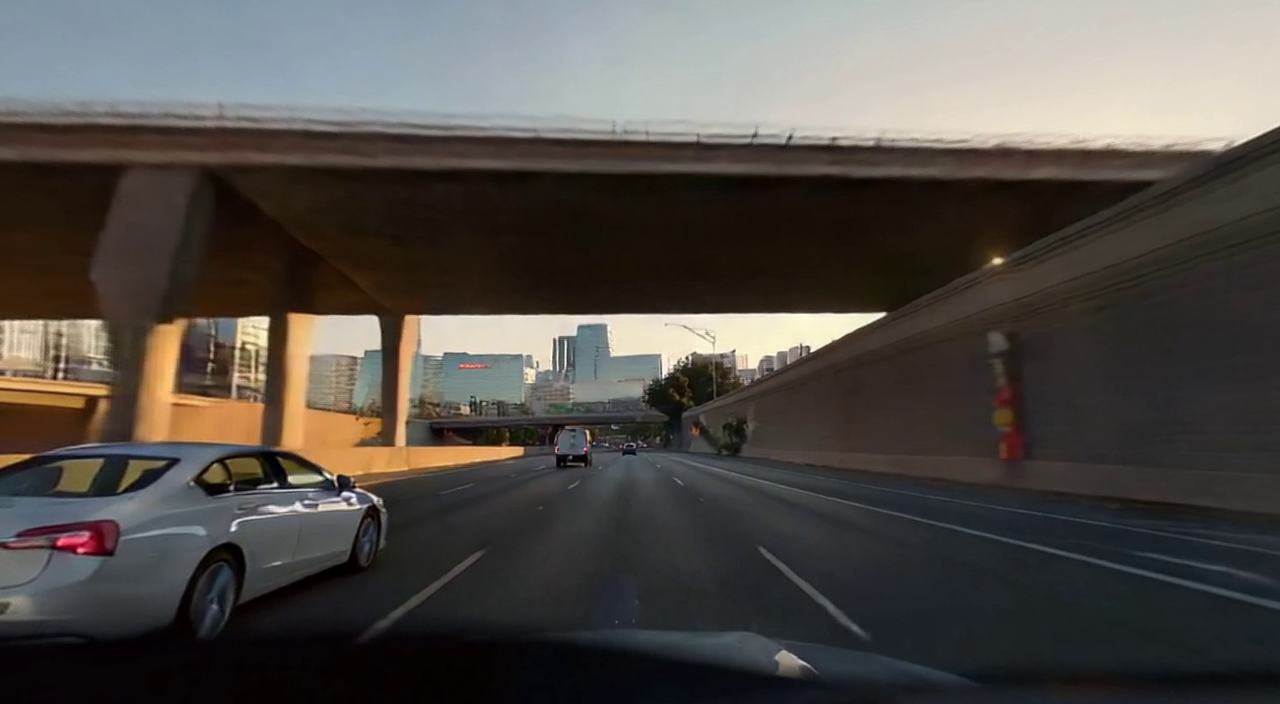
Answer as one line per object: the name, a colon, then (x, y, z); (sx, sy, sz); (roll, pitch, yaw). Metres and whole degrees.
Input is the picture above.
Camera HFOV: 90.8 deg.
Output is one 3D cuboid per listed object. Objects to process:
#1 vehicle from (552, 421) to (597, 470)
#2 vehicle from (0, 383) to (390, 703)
vehicle: (-4.234, 6.225, 42.077); (2.364, 2.953, 6.732); (0, -8, -1)
vehicle: (-3.607, 1.153, 4.155); (2.025, 1.556, 4.594); (0, -9, 0)
